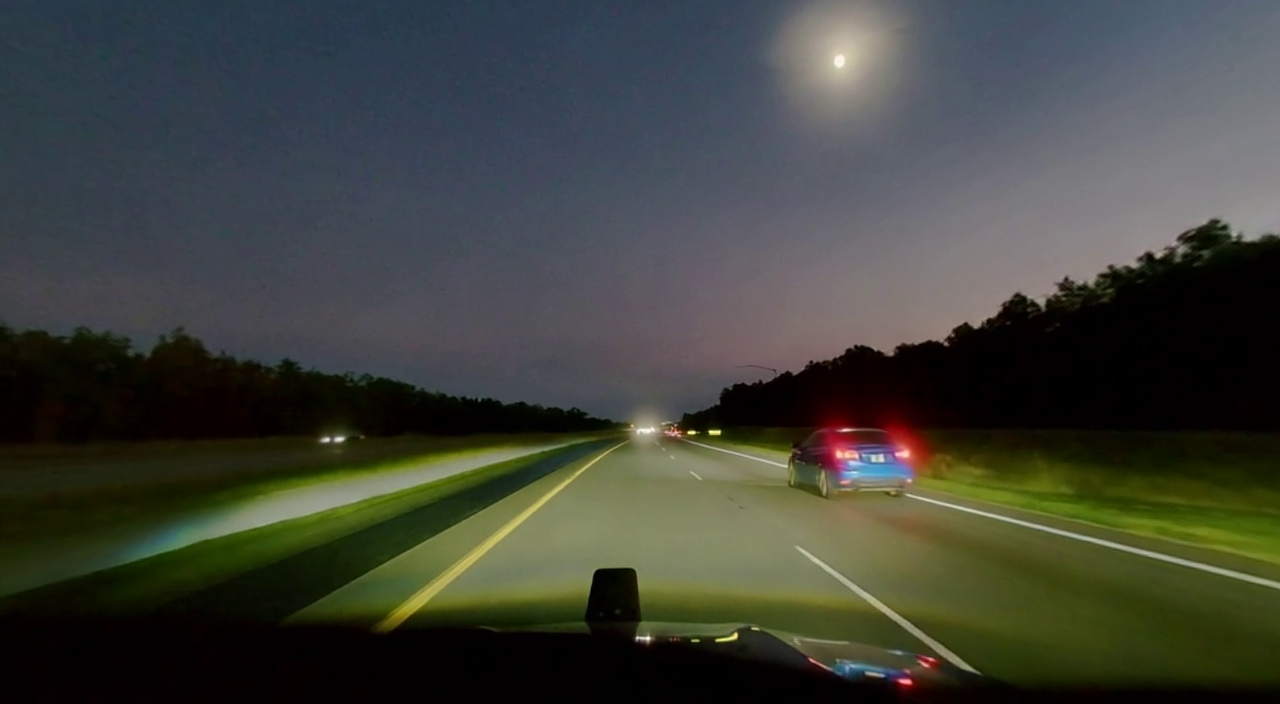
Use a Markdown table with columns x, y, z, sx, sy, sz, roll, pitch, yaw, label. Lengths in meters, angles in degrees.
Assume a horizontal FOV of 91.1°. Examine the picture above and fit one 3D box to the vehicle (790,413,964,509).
| x | y | z | sx | sy | sz | roll | pitch | yaw | label |
| --- | --- | --- | --- | --- | --- | --- | --- | --- | --- |
| 4.227 | 1.992 | 11.934 | 1.765 | 1.510 | 3.762 | 0 | -8 | -1 | vehicle |
